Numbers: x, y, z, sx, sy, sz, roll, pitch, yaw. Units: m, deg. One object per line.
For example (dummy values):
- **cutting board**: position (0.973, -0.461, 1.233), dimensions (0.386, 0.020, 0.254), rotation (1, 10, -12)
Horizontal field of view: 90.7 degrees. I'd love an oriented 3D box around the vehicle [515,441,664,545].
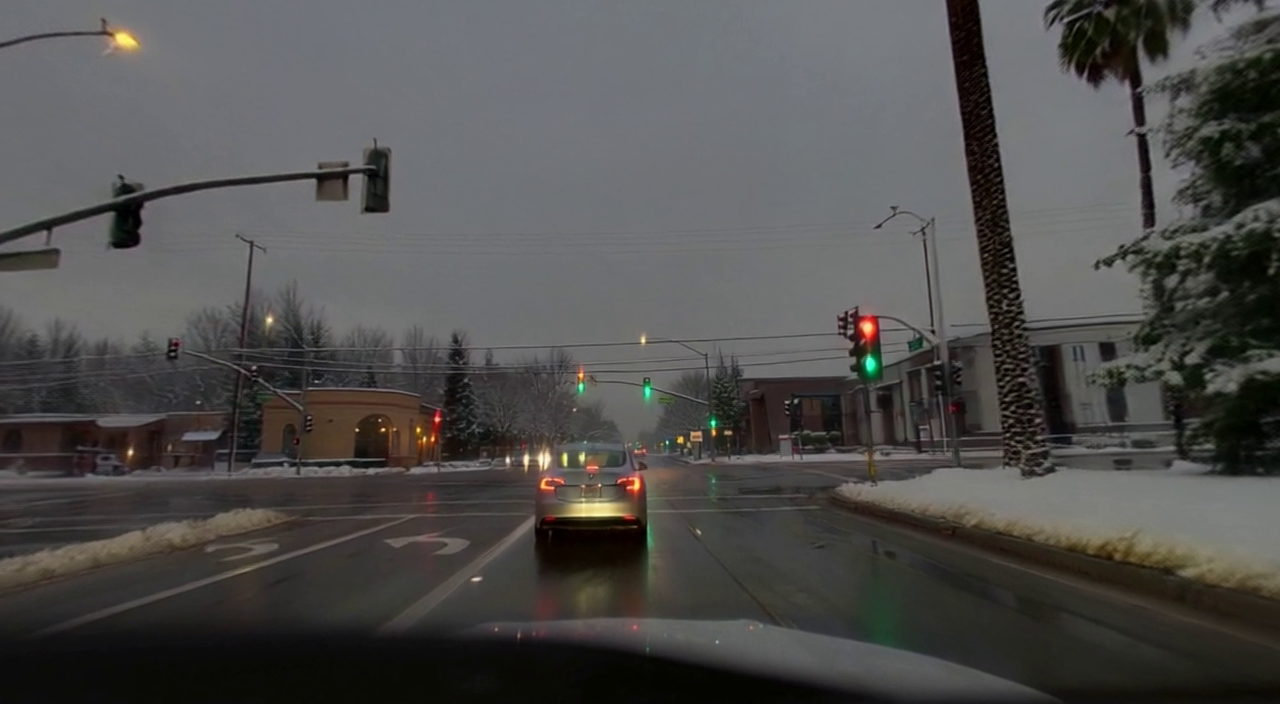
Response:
- **vehicle**: position (-0.791, 2.363, 11.354), dimensions (2.152, 1.478, 4.229), rotation (0, -8, -2)
